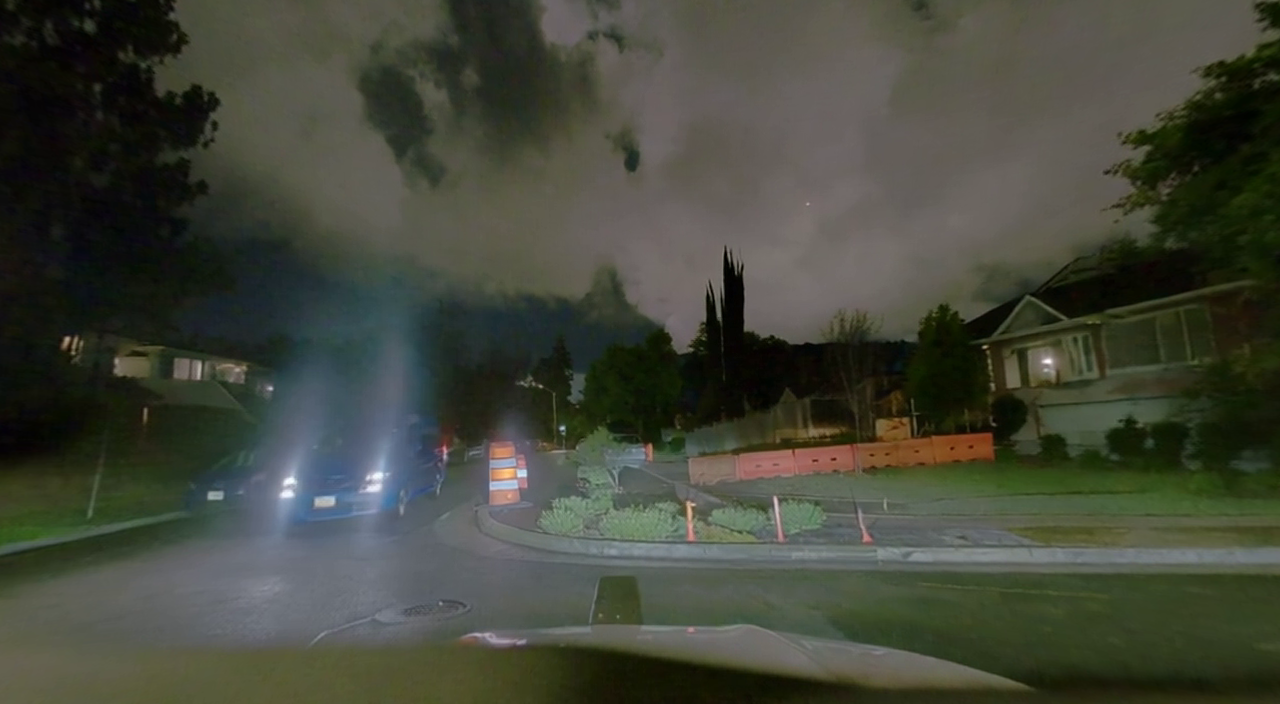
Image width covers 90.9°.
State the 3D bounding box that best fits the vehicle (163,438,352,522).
[{"bbox_3d":[-8.169,2.704,13.987,1.899,1.524,4.082,0,-7,-5],"label":"vehicle"}]

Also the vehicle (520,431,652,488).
[{"bbox_3d":[-1.444,3.058,18.394,1.827,1.436,4.070,-5,-9,29],"label":"vehicle"}]

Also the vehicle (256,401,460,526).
[{"bbox_3d":[-5.184,2.095,12.517,2.219,1.984,4.712,1,-8,-5],"label":"vehicle"}]

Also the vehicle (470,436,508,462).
[{"bbox_3d":[-9.984,6.391,41.828,1.765,1.493,4.130,3,-6,-4],"label":"vehicle"}]
